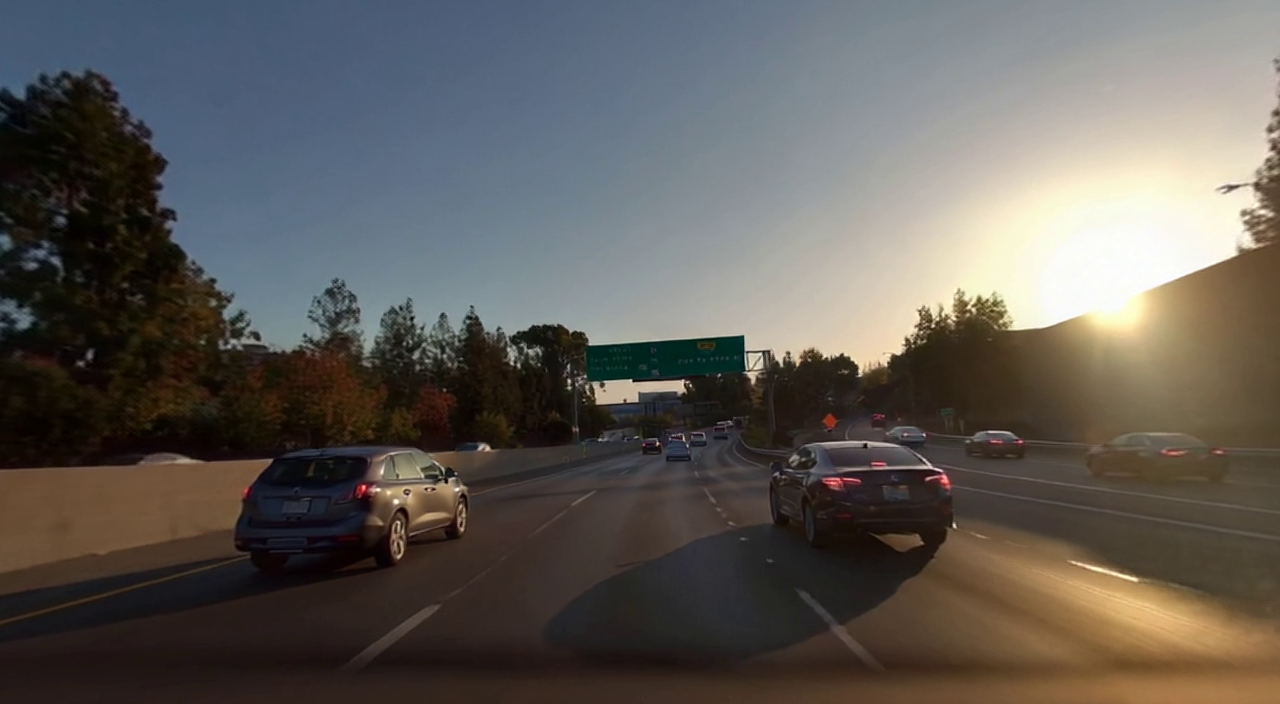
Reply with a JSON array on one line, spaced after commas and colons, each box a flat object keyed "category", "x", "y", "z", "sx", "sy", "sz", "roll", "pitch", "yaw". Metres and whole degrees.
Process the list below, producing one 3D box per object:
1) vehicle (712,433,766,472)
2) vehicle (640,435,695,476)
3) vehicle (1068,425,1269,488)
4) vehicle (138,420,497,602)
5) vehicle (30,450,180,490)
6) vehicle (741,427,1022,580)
[{"category": "vehicle", "x": 4.602, "y": 4.755, "z": 29.849, "sx": 2.076, "sy": 1.684, "sz": 4.241, "roll": -1, "pitch": -9, "yaw": 4}, {"category": "vehicle", "x": 1.219, "y": 4.477, "z": 27.329, "sx": 2.201, "sy": 1.614, "sz": 3.803, "roll": -1, "pitch": -9, "yaw": 4}, {"category": "vehicle", "x": 14.652, "y": 2.939, "z": 17.928, "sx": 1.976, "sy": 1.548, "sz": 4.687, "roll": -1, "pitch": -9, "yaw": 6}, {"category": "vehicle", "x": -3.327, "y": 1.728, "z": 7.773, "sx": 1.937, "sy": 1.558, "sz": 4.469, "roll": 0, "pitch": -9, "yaw": 2}, {"category": "vehicle", "x": -22.533, "y": 4.960, "z": 26.855, "sx": 1.932, "sy": 1.518, "sz": 4.817, "roll": -1, "pitch": -9, "yaw": 4}, {"category": "vehicle", "x": 2.752, "y": 1.852, "z": 8.543, "sx": 2.009, "sy": 1.489, "sz": 4.559, "roll": 0, "pitch": -9, "yaw": 0}]
